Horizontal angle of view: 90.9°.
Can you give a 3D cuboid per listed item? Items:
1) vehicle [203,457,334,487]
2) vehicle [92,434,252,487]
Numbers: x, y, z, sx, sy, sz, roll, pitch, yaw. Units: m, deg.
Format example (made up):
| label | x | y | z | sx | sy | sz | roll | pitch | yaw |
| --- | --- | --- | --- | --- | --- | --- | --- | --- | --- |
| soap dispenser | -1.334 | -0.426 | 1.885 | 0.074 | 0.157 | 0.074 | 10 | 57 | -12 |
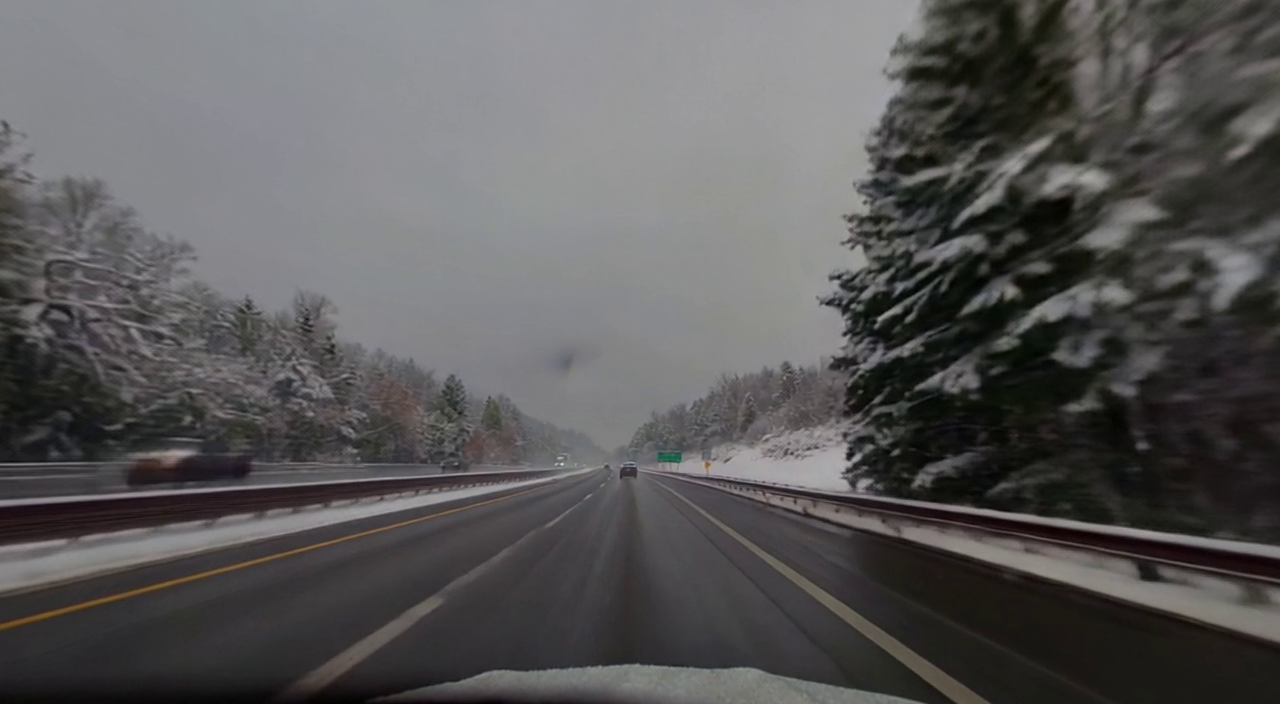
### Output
| label | x | y | z | sx | sy | sz | roll | pitch | yaw |
| --- | --- | --- | --- | --- | --- | --- | --- | --- | --- |
| vehicle | -16.853 | 5.528 | 29.082 | 2.523 | 1.205 | 5.799 | 1 | -10 | 0 |
| vehicle | -16.760 | 3.987 | 22.984 | 2.090 | 1.672 | 4.796 | 1 | -10 | 0 |
